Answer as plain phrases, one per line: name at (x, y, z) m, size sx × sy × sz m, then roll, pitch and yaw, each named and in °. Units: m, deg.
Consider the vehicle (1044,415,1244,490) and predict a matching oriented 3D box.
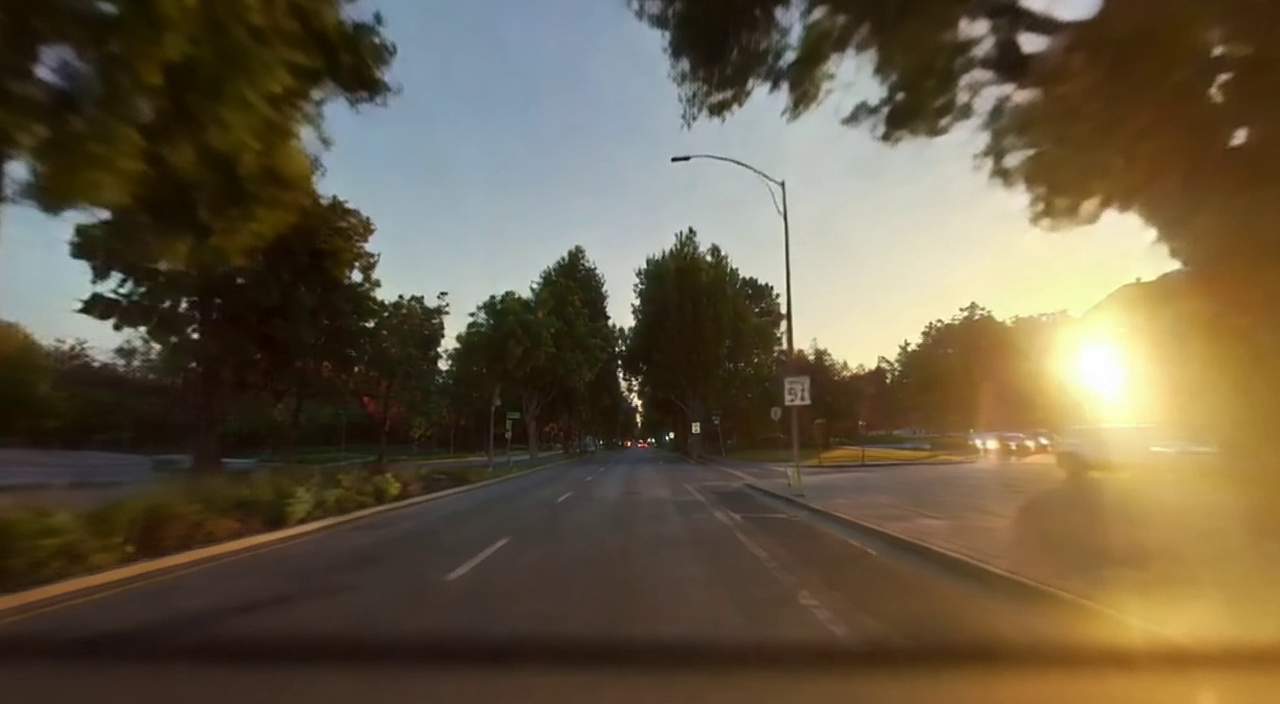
vehicle at (14.400, 2.921, 18.448) m, size 1.855 × 1.900 × 4.714 m, roll 0°, pitch -9°, yaw -1°
